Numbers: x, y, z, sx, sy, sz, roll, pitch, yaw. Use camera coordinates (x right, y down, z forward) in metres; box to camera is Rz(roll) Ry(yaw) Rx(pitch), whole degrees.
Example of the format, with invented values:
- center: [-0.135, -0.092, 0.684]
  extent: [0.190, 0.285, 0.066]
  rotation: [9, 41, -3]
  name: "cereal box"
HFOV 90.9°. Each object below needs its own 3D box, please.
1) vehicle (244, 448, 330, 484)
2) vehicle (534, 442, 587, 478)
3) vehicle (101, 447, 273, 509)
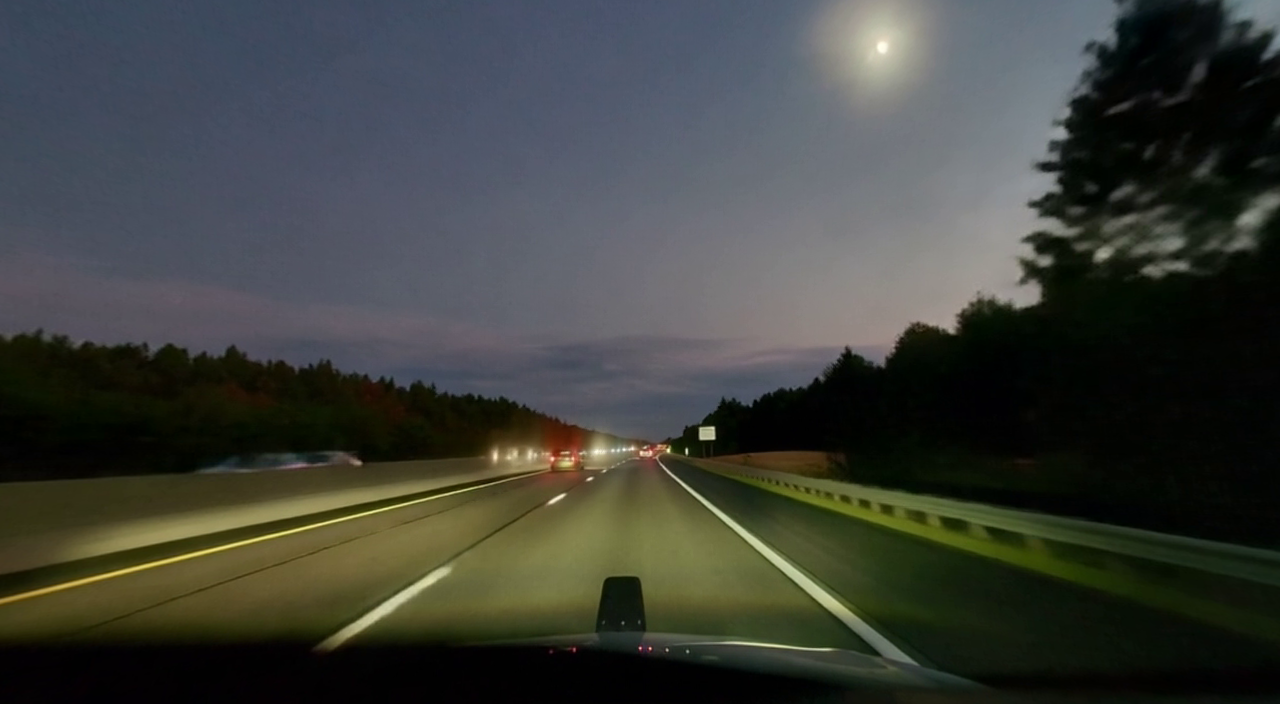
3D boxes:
- center: [-16.891, 5.463, 30.389]
  extent: [1.825, 1.578, 4.022]
  rotation: [0, -9, 0]
  name: "vehicle"
- center: [-4.005, 5.539, 32.518]
  extent: [2.095, 1.664, 4.305]
  rotation: [0, -9, 1]
  name: "vehicle"
- center: [-12.672, 3.515, 18.036]
  extent: [1.857, 1.533, 4.082]
  rotation: [0, -9, 0]
  name: "vehicle"
